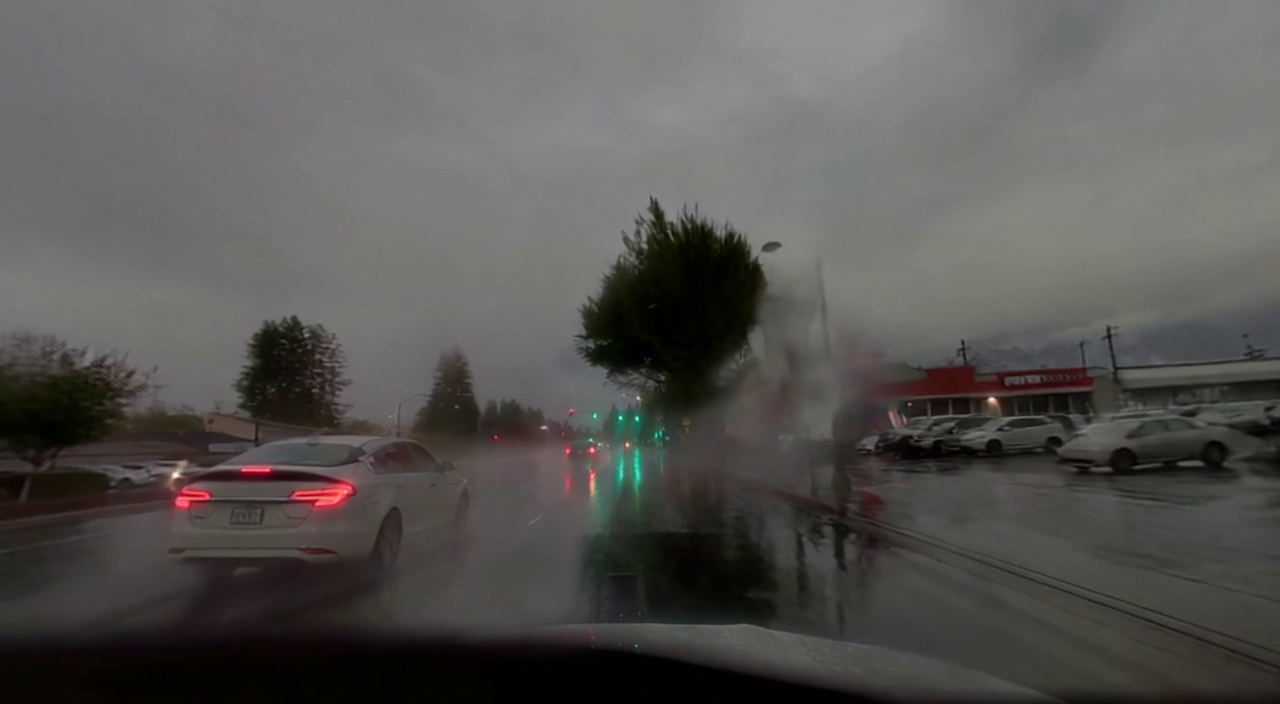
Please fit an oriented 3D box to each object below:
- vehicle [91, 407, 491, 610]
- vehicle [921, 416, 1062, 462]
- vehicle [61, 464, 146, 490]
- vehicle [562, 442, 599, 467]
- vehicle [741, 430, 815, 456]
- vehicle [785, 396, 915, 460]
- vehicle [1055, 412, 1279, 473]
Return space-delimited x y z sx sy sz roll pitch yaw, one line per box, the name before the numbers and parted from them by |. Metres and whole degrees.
vehicle | -3.433 1.643 7.563 2.126 1.655 4.560 0 -9 1
vehicle | 13.299 3.321 24.099 4.165 1.650 1.946 0 -9 -3
vehicle | -36.342 8.452 42.954 1.965 1.470 4.482 0 -9 -3
vehicle | -3.650 6.363 39.457 1.955 1.461 4.396 0 -9 -1
vehicle | 10.476 6.933 48.137 5.130 1.902 2.056 0 -9 -1
vehicle | 12.219 4.501 37.184 6.427 3.417 2.845 -2 -8 -2
vehicle | 13.422 2.299 16.023 4.470 1.427 1.872 0 -9 -2
